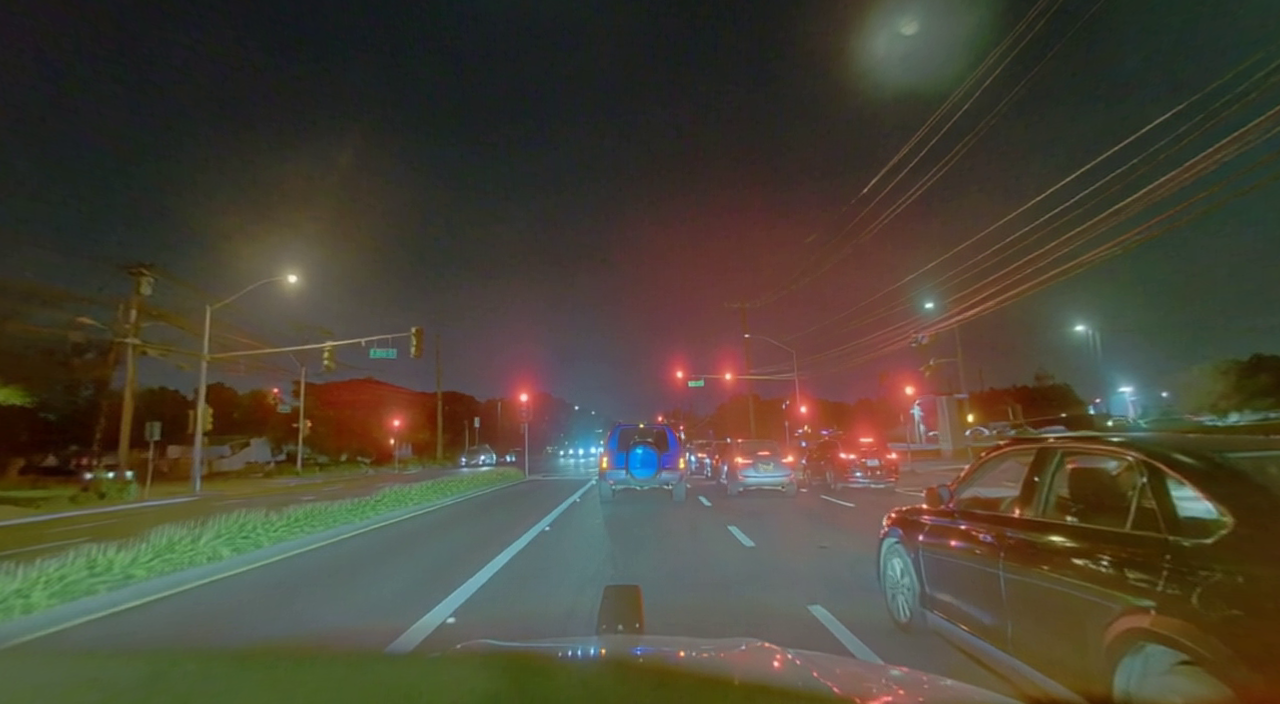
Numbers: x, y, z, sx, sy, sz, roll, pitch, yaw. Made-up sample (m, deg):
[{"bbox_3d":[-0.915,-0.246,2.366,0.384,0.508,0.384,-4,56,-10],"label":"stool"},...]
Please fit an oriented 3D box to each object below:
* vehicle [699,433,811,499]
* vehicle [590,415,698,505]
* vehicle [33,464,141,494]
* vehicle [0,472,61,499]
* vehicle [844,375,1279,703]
[{"bbox_3d":[2.830,2.923,16.614,2.025,1.477,4.333,0,-9,-1],"label":"vehicle"},{"bbox_3d":[0.069,2.603,15.574,2.236,1.856,4.816,0,-9,0],"label":"vehicle"},{"bbox_3d":[-33.227,7.629,38.070,4.550,1.601,1.766,1,-9,-7],"label":"vehicle"},{"bbox_3d":[-37.964,7.969,37.708,4.625,1.455,2.029,0,-9,-4],"label":"vehicle"},{"bbox_3d":[2.780,1.016,3.215,2.004,1.460,4.297,0,-9,-1],"label":"vehicle"}]
